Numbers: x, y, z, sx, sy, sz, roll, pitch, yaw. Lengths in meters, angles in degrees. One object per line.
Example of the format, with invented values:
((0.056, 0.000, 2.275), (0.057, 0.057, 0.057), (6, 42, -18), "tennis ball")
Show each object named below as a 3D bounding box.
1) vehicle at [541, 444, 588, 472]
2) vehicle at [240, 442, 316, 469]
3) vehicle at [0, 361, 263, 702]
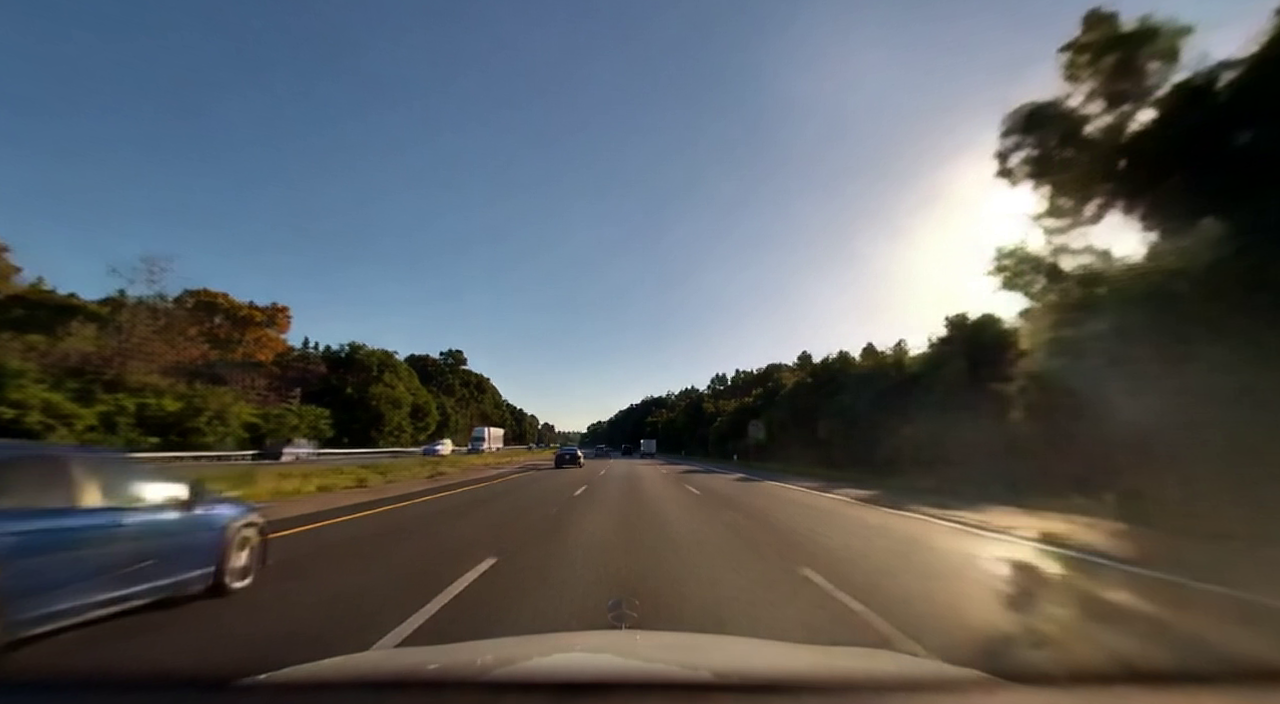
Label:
((-4.228, 6.022, 35.922), (2.169, 1.473, 4.631), (0, -9, -1), "vehicle")
((-21.206, 6.082, 37.135), (1.792, 1.455, 4.561), (0, -9, 0), "vehicle")
((-4.221, 0.858, 2.922), (2.108, 1.666, 4.558), (0, -9, 0), "vehicle")
